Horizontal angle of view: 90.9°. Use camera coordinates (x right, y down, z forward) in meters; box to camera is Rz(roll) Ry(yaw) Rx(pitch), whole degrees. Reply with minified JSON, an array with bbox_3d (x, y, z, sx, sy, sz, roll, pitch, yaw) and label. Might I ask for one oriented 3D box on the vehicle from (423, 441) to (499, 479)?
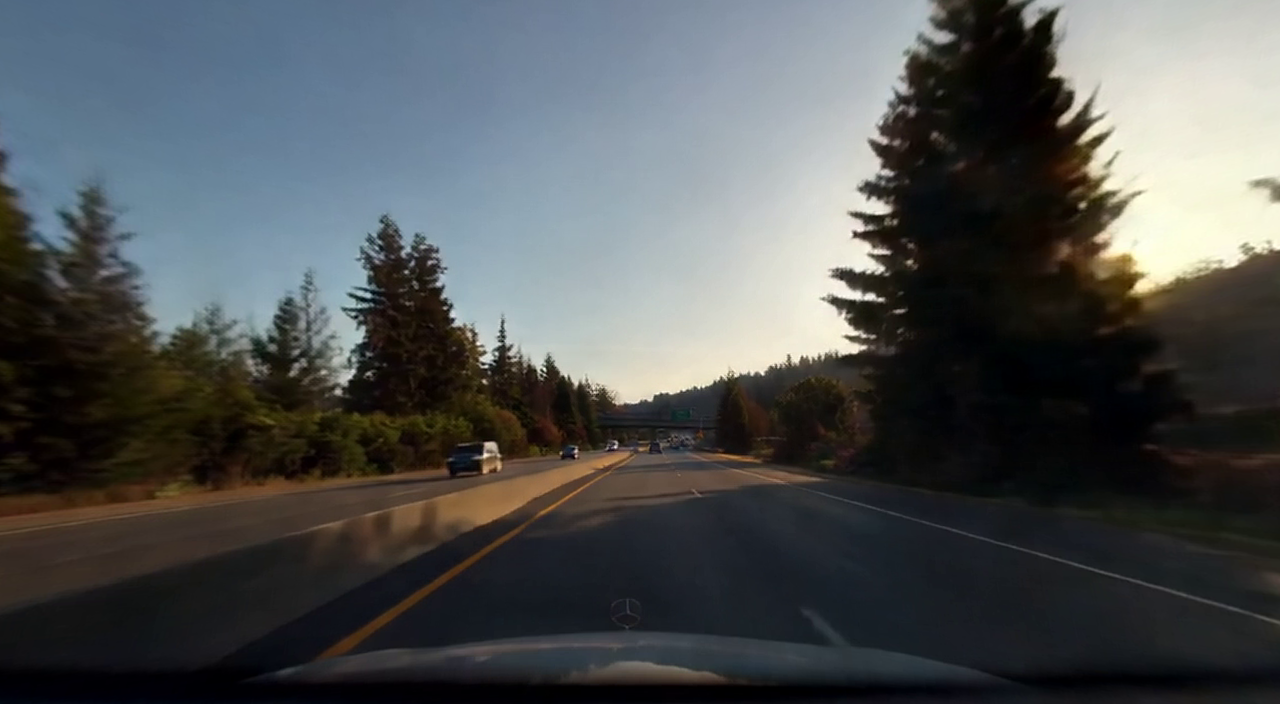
[{"bbox_3d":[-8.651,5.248,30.987,2.226,1.688,4.820,0,-8,1],"label":"vehicle"}]
